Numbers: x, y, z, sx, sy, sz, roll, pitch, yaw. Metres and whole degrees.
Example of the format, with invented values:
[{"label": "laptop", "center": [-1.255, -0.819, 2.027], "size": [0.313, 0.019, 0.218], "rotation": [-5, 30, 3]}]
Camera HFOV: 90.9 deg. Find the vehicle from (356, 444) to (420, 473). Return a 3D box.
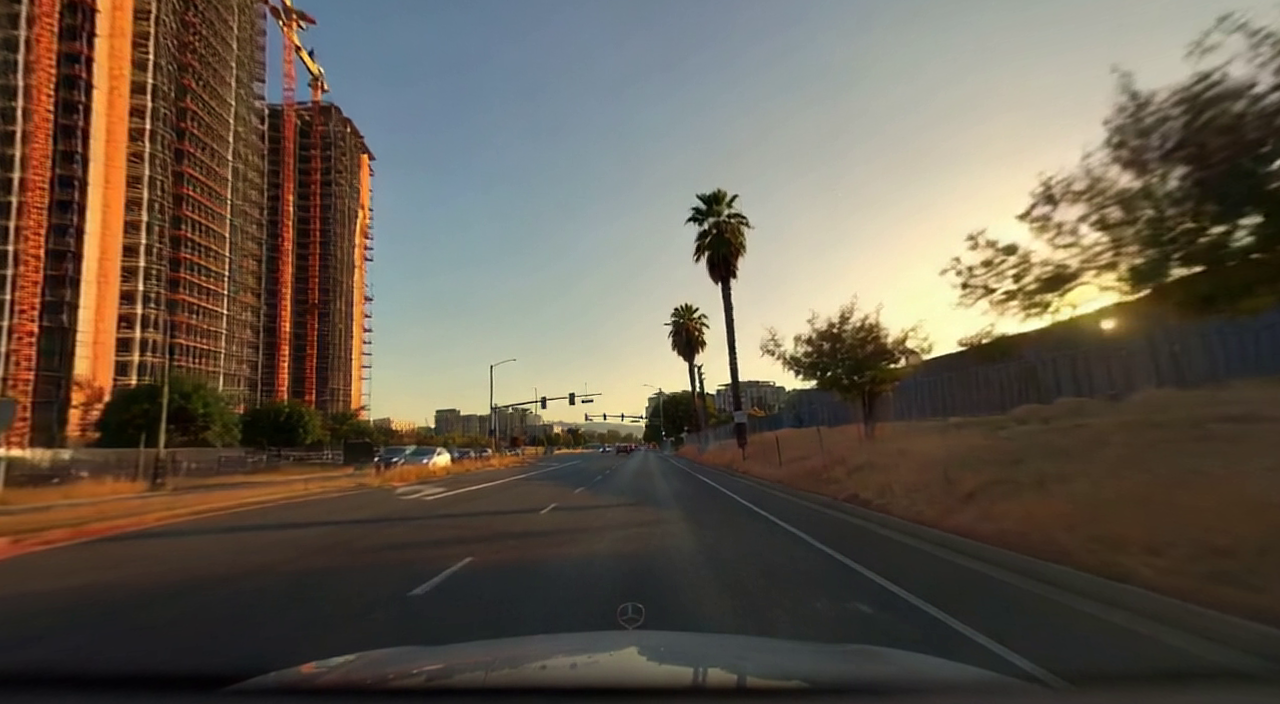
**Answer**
[{"label": "vehicle", "center": [-15.853, 6.730, 39.918], "size": [2.117, 1.706, 4.847], "rotation": [0, -9, -1]}]
